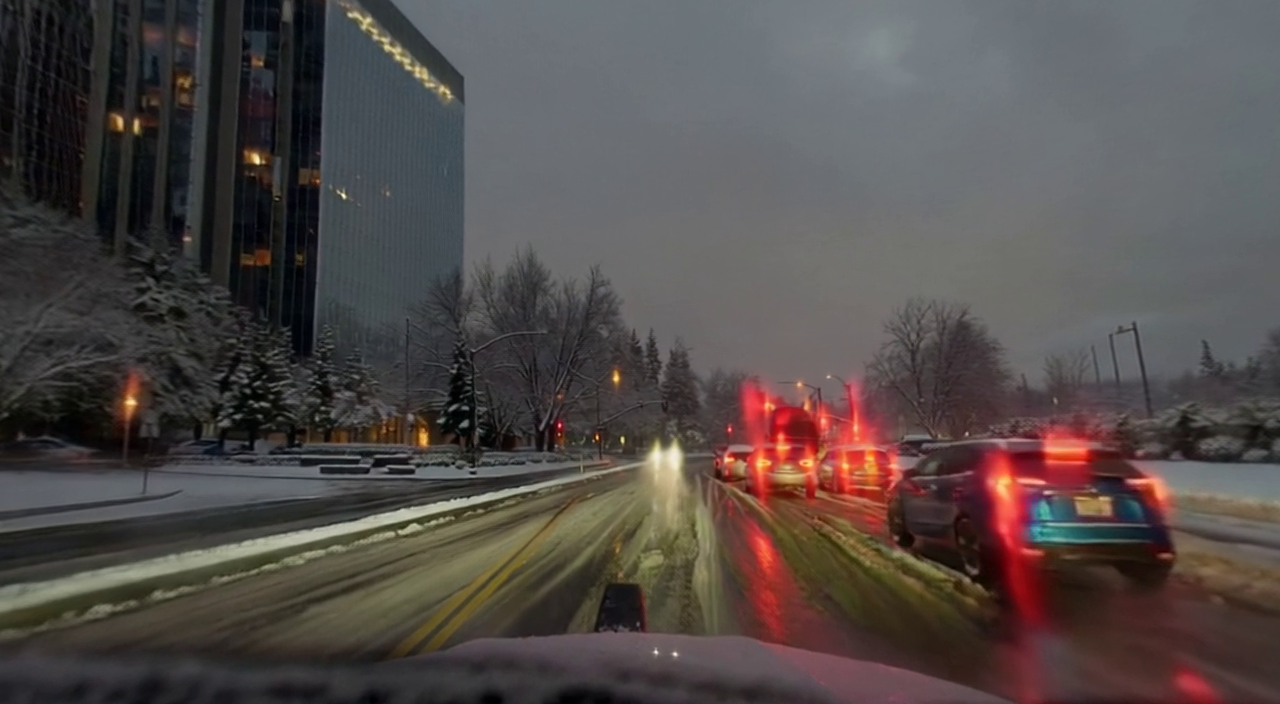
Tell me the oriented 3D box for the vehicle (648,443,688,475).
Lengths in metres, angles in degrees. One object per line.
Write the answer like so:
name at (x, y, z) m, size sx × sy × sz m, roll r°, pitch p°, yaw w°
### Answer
vehicle at (1.687, 6.158, 36.454) m, size 2.121 × 1.728 × 4.161 m, roll -1°, pitch -9°, yaw 5°

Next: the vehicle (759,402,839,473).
vehicle at (9.448, 5.441, 39.264) m, size 3.128 × 3.616 × 13.736 m, roll -1°, pitch -9°, yaw 7°

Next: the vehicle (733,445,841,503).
vehicle at (4.273, 3.607, 19.054) m, size 2.183 × 1.553 × 3.923 m, roll 0°, pitch -9°, yaw -2°

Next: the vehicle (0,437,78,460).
vehicle at (-45.090, 7.165, 46.789) m, size 4.600 × 1.700 × 1.957 m, roll 1°, pitch -9°, yaw -4°

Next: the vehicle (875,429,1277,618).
vehicle at (4.749, 1.876, 8.084) m, size 2.089 × 1.609 × 4.922 m, roll -1°, pitch -9°, yaw 7°
